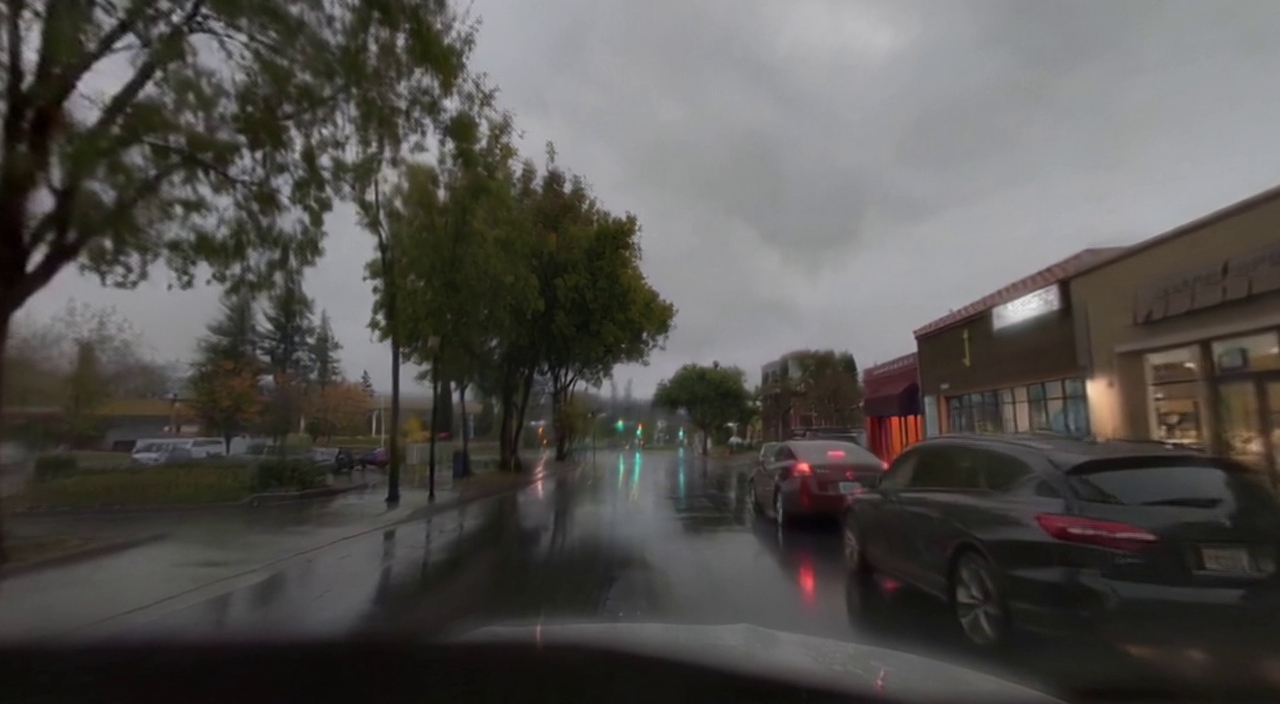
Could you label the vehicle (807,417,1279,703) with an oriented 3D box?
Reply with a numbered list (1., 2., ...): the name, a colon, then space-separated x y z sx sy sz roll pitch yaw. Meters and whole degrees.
1. vehicle: 3.078 1.437 5.386 2.064 1.532 4.596 0 -9 0
